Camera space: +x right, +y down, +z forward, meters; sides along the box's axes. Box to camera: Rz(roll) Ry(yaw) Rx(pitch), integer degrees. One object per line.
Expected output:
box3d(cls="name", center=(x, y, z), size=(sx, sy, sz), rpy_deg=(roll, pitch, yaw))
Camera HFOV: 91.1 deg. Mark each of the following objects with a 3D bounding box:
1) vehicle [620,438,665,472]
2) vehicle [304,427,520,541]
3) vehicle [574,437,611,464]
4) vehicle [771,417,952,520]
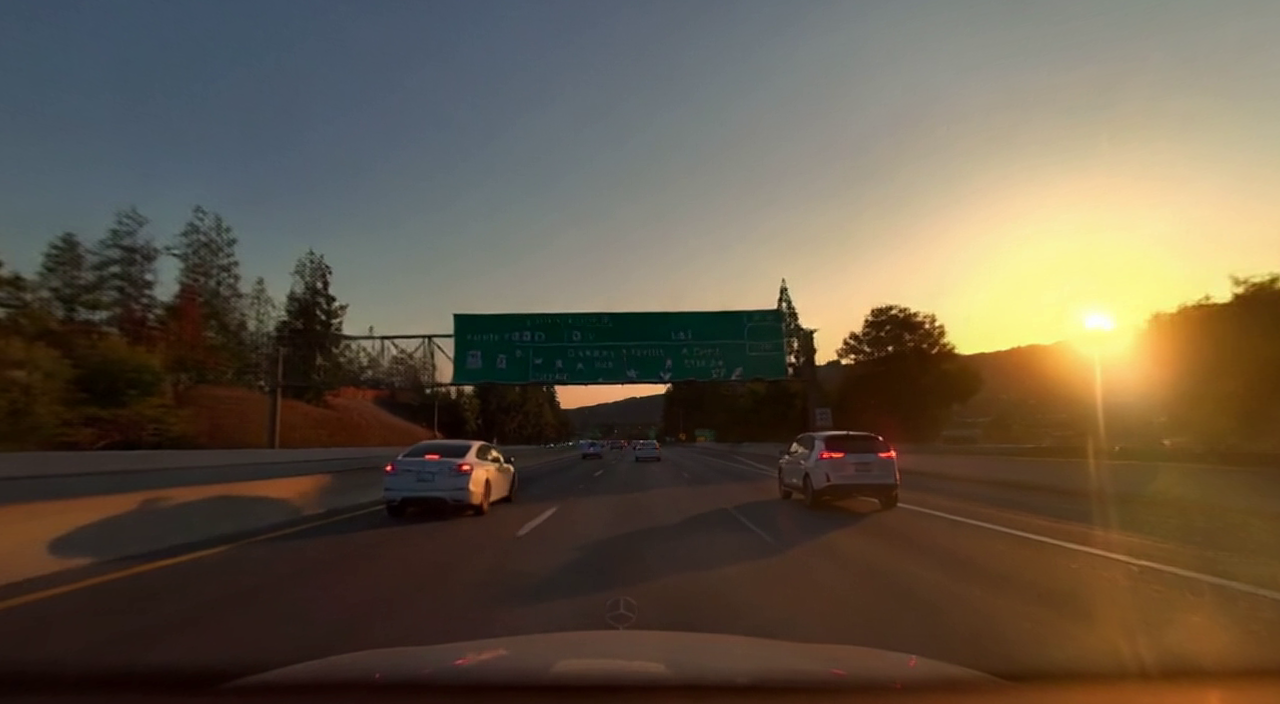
box3d(cls="vehicle", center=(0.143, 5.044, 31.097), size=(2.049, 1.542, 3.816), rpy_deg=(0, -8, 1))
box3d(cls="vehicle", center=(-3.601, 2.160, 11.016), size=(2.066, 1.561, 4.495), rpy_deg=(0, -8, 1))
box3d(cls="vehicle", center=(-3.065, 6.443, 41.189), size=(2.044, 1.682, 4.201), rpy_deg=(-1, -8, 1))
box3d(cls="vehicle", center=(4.212, 2.281, 12.837), size=(2.025, 1.707, 4.279), rpy_deg=(0, -8, -1))
